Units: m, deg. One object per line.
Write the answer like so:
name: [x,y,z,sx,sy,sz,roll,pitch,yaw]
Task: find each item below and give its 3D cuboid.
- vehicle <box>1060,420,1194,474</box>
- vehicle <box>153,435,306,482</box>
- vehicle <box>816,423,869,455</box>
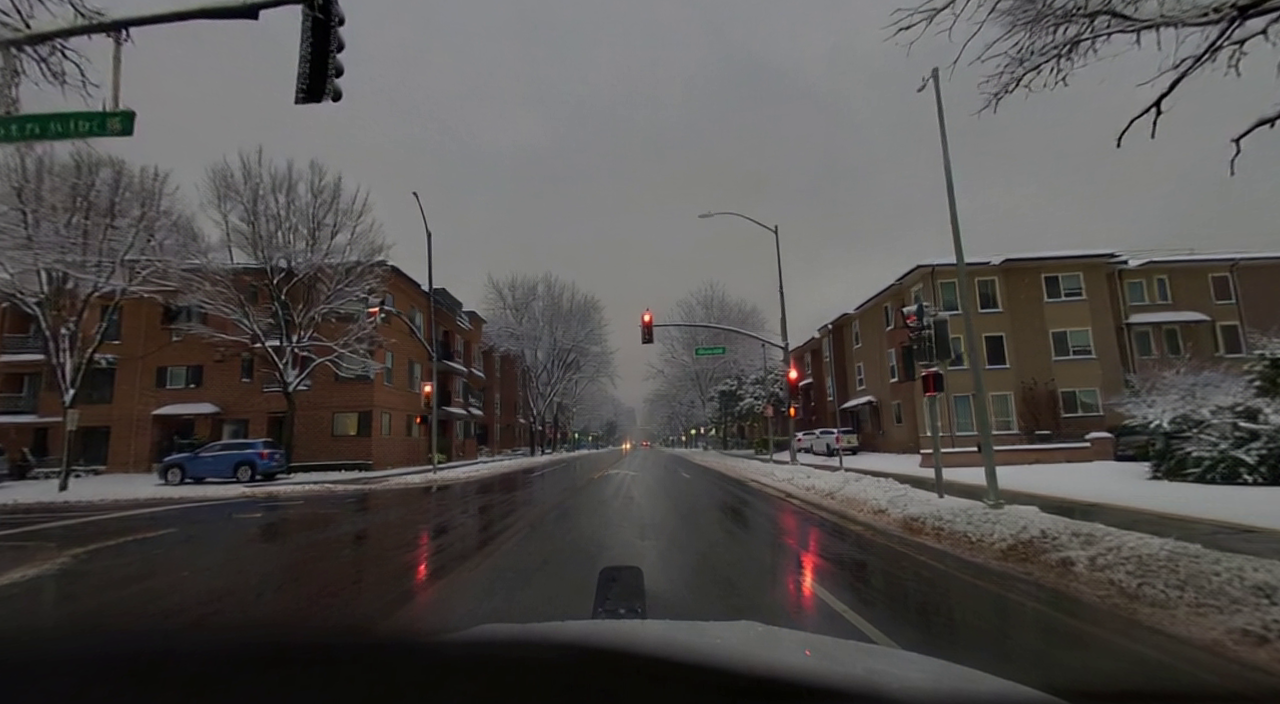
vehicle: [17.088,3.362,22.457,2.013,1.722,4.007,-2,-9,10]
vehicle: [-18.964,4.921,29.445,5.468,1.854,2.283,-2,-8,-5]
vehicle: [11.535,4.996,36.206,1.950,1.714,4.245,-1,-9,5]
